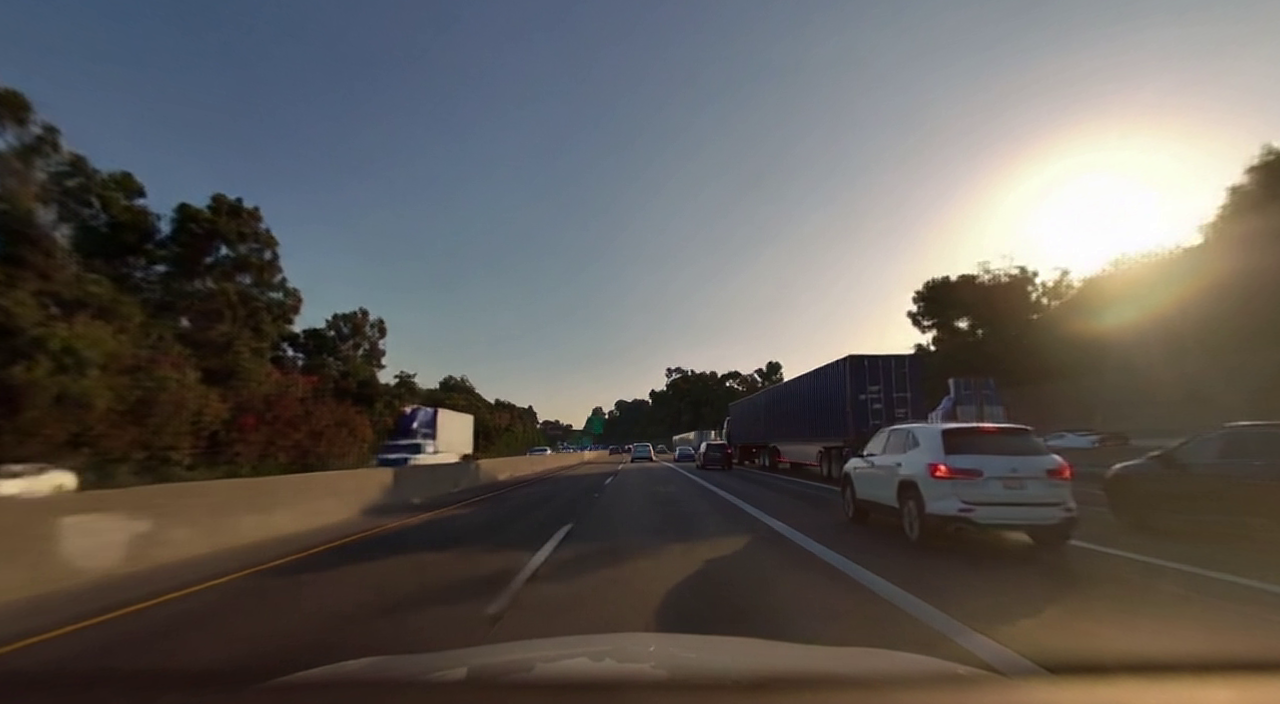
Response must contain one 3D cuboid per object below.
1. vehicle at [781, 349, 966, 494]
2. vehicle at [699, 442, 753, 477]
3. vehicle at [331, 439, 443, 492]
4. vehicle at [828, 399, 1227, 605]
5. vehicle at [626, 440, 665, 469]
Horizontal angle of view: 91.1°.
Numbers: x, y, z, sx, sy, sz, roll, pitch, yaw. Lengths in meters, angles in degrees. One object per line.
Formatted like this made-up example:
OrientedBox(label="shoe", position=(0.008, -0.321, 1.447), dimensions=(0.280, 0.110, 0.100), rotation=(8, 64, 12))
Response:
OrientedBox(label="vehicle", position=(7.491, 2.573, 22.033), dimensions=(2.784, 4.002, 9.298), rotation=(0, -8, 0))
OrientedBox(label="vehicle", position=(3.938, 5.006, 29.550), dimensions=(1.888, 1.501, 4.608), rotation=(0, -8, 0))
OrientedBox(label="vehicle", position=(-9.556, 4.286, 24.229), dimensions=(2.273, 1.821, 4.811), rotation=(0, -8, 1))
OrientedBox(label="vehicle", position=(3.849, 1.540, 7.347), dimensions=(1.972, 1.693, 4.139), rotation=(0, -8, -1))
OrientedBox(label="vehicle", position=(0.357, 6.482, 40.084), dimensions=(2.313, 1.736, 4.215), rotation=(0, -8, 1))
